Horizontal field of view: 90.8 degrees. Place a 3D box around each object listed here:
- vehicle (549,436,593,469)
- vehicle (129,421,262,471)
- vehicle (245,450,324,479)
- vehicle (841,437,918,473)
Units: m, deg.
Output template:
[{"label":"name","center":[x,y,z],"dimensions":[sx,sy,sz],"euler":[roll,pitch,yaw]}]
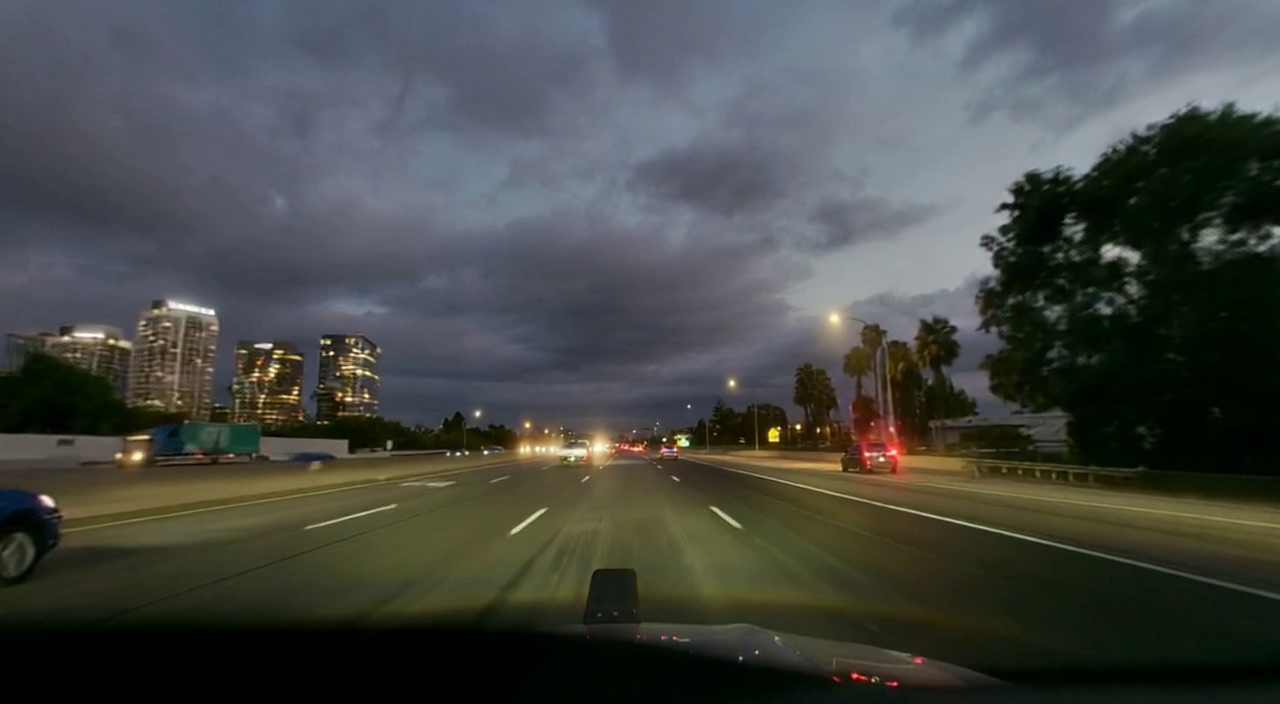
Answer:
[{"label":"vehicle","center":[-4.235,6.328,39.805],"dimensions":[2.225,1.967,4.673],"euler":[0,-9,0]},{"label":"vehicle","center":[-33.062,7.137,47.727],"dimensions":[3.181,3.372,9.724],"euler":[0,-9,-2]},{"label":"vehicle","center":[-18.669,5.883,33.396],"dimensions":[1.796,1.416,4.085],"euler":[0,-9,0]},{"label":"vehicle","center":[12.957,5.619,34.490],"dimensions":[2.168,1.792,4.457],"euler":[0,-9,-4]}]
